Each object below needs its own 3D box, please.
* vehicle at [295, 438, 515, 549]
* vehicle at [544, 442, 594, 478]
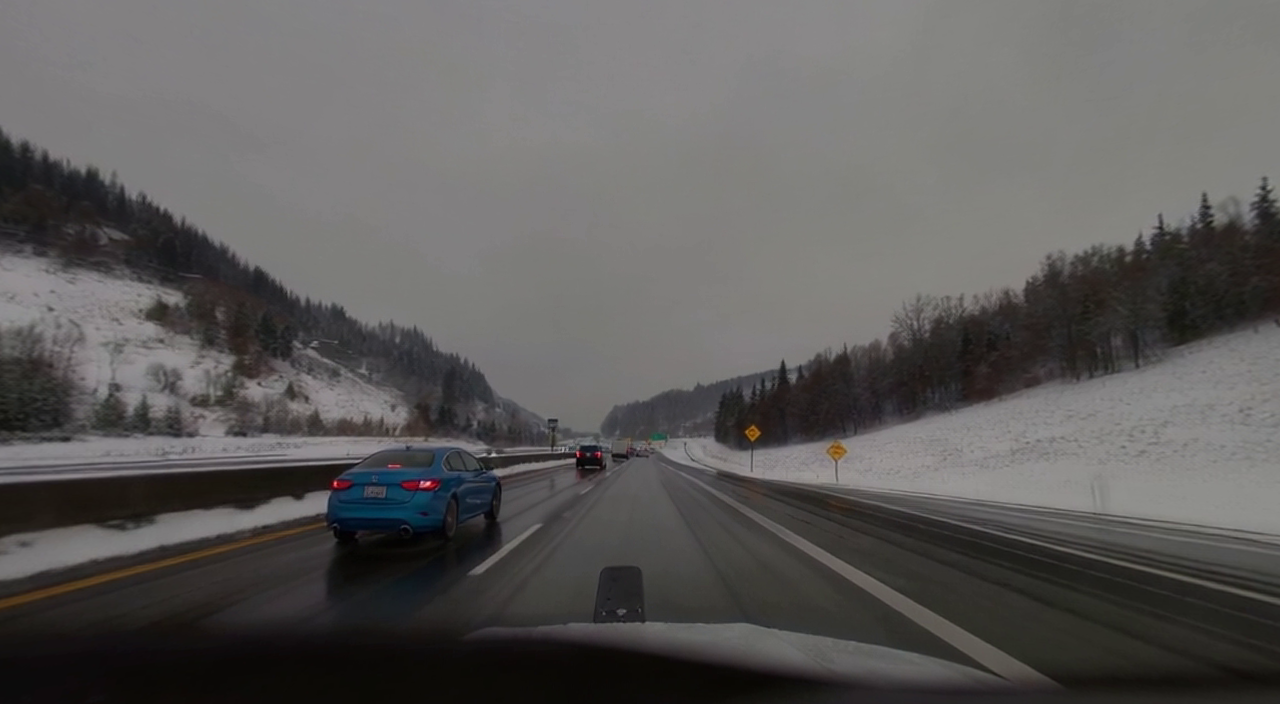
[{"bbox_3d":[-3.572,2.233,10.691,1.988,1.440,4.504,0,-9,0],"label":"vehicle"},{"bbox_3d":[-3.638,5.608,32.966,2.073,1.694,4.162,0,-9,1],"label":"vehicle"}]
